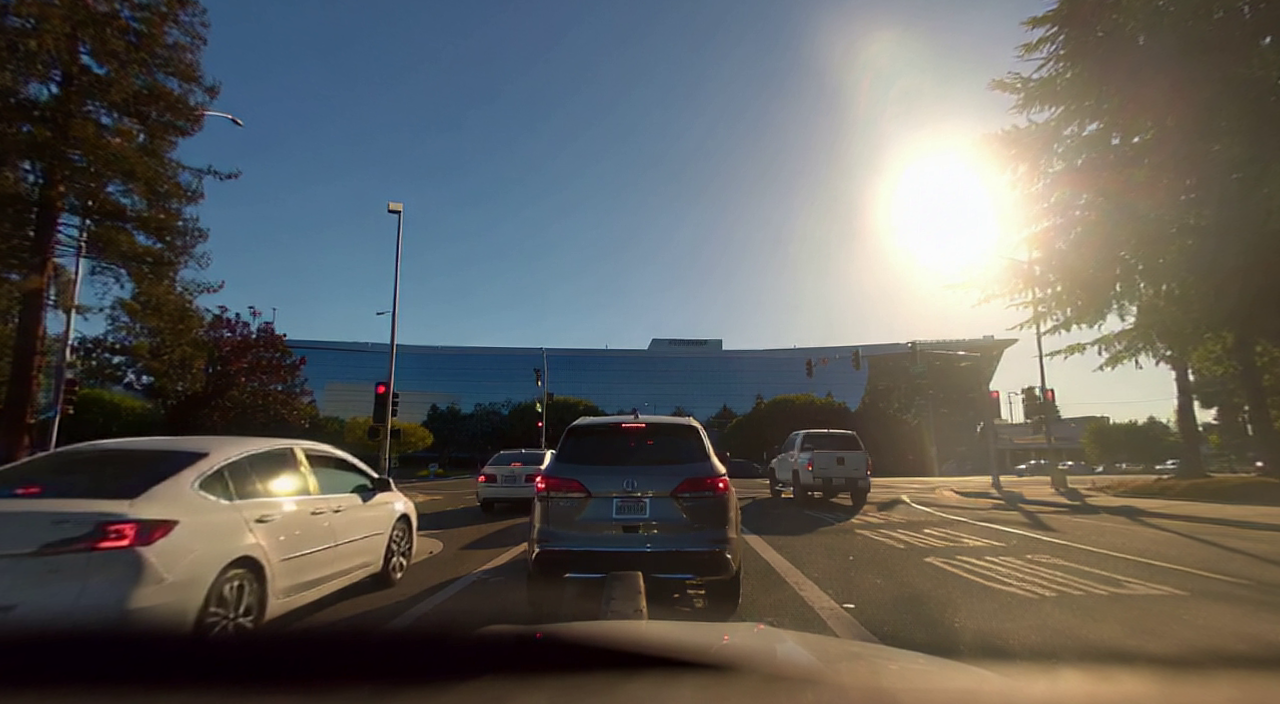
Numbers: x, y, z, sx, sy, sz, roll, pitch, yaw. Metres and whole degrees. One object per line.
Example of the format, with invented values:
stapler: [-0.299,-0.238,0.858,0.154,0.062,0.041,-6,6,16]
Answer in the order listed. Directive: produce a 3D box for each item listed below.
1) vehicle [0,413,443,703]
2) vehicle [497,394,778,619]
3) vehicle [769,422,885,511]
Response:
vehicle: [-3.322,1.333,5.088,1.913,1.453,4.413,0,-8,2]
vehicle: [-0.041,1.529,7.183,2.203,1.757,4.286,0,-8,-1]
vehicle: [4.812,2.994,16.921,2.084,2.053,4.073,-1,-8,4]
